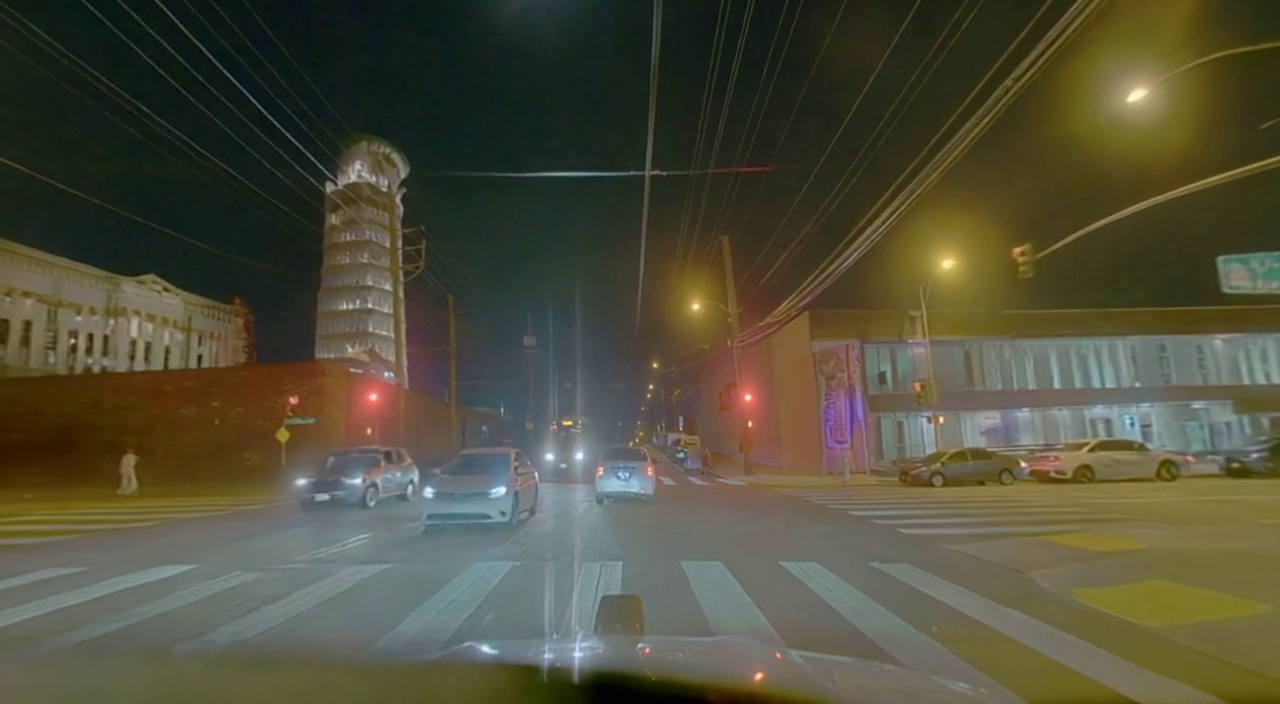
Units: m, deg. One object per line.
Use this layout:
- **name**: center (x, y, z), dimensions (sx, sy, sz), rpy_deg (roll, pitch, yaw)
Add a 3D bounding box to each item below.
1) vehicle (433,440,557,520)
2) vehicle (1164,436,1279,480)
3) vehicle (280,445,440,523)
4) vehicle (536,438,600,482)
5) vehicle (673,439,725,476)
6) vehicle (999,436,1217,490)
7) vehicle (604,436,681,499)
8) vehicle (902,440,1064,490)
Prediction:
- **vehicle**: center (-3.349, 3.037, 15.451), dimensions (2.055, 1.660, 3.954), rpy_deg (0, -9, 0)
- **vehicle**: center (23.067, 4.034, 24.158), dimensions (4.284, 1.551, 1.909), rpy_deg (0, -9, -1)
- **vehicle**: center (-7.062, 3.350, 16.707), dimensions (1.892, 1.706, 5.224), rpy_deg (0, -9, -1)
- **vehicle**: center (-3.449, 5.376, 31.693), dimensions (2.474, 1.926, 5.823), rpy_deg (0, -9, 1)
- **vehicle**: center (2.987, 5.486, 32.840), dimensions (2.171, 1.751, 4.373), rpy_deg (0, -10, -1)
- **vehicle**: center (14.247, 3.399, 19.484), dimensions (5.045, 1.527, 2.107), rpy_deg (0, -9, -1)
- **vehicle**: center (0.038, 3.623, 20.106), dimensions (2.190, 1.783, 4.048), rpy_deg (0, -9, -1)
- **vehicle**: center (12.136, 4.021, 22.599), dimensions (4.576, 1.650, 1.980), rpy_deg (-1, -9, 2)
